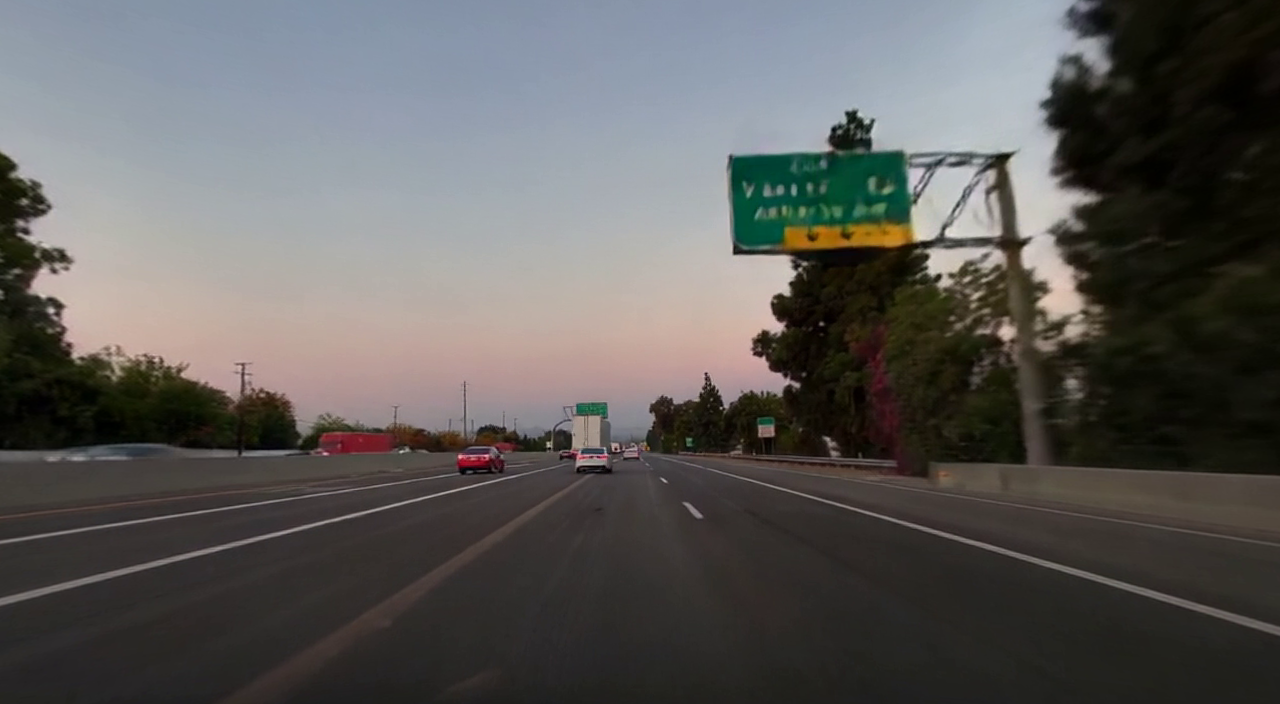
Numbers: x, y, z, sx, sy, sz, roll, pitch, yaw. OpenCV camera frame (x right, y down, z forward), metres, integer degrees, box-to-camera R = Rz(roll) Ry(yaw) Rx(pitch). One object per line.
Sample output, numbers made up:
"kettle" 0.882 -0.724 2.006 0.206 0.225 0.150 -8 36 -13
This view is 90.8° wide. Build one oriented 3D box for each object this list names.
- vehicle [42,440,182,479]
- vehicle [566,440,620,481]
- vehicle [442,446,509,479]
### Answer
"vehicle" -23.182 4.742 28.061 2.022 1.562 4.859 0 -9 0
"vehicle" -1.996 4.758 28.008 2.033 1.669 4.112 0 -9 1
"vehicle" -7.794 5.252 30.344 2.026 1.477 4.467 0 -9 0
